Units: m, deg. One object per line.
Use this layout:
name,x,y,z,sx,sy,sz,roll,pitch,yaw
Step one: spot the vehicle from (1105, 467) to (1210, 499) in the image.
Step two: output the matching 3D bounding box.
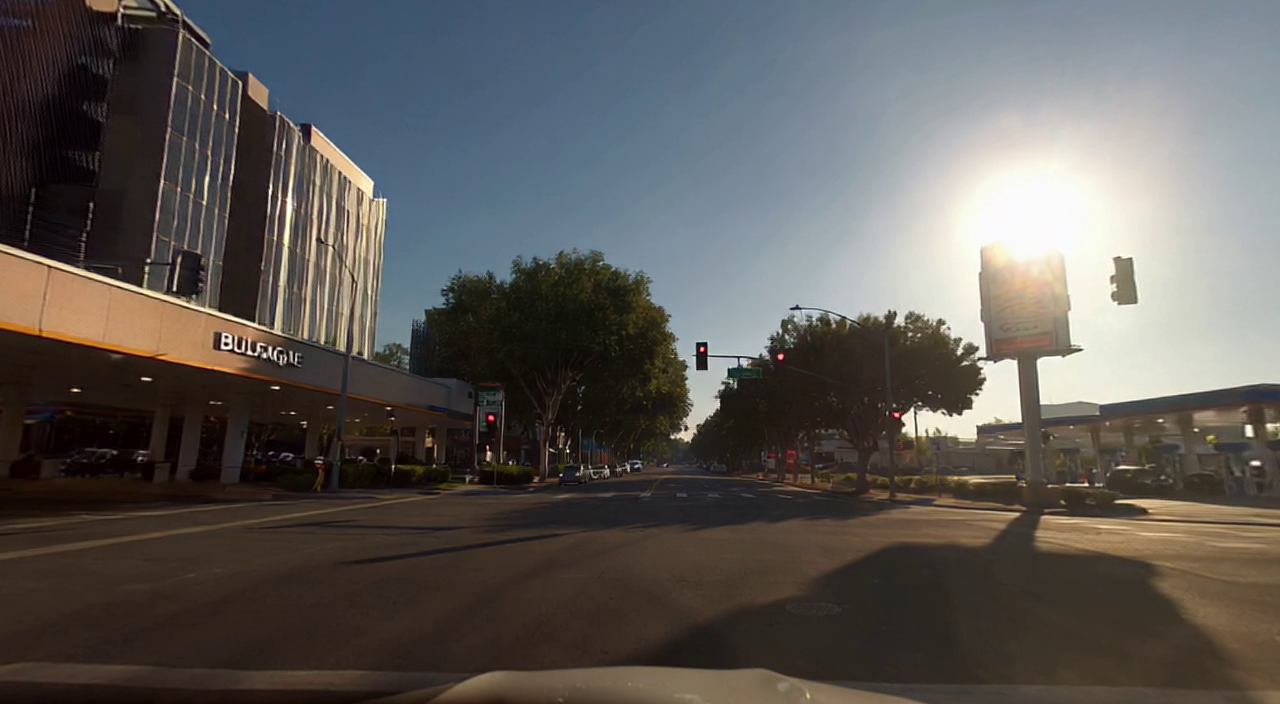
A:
vehicle,28.022,7.066,34.349,1.897,1.466,4.211,1,-8,-6
